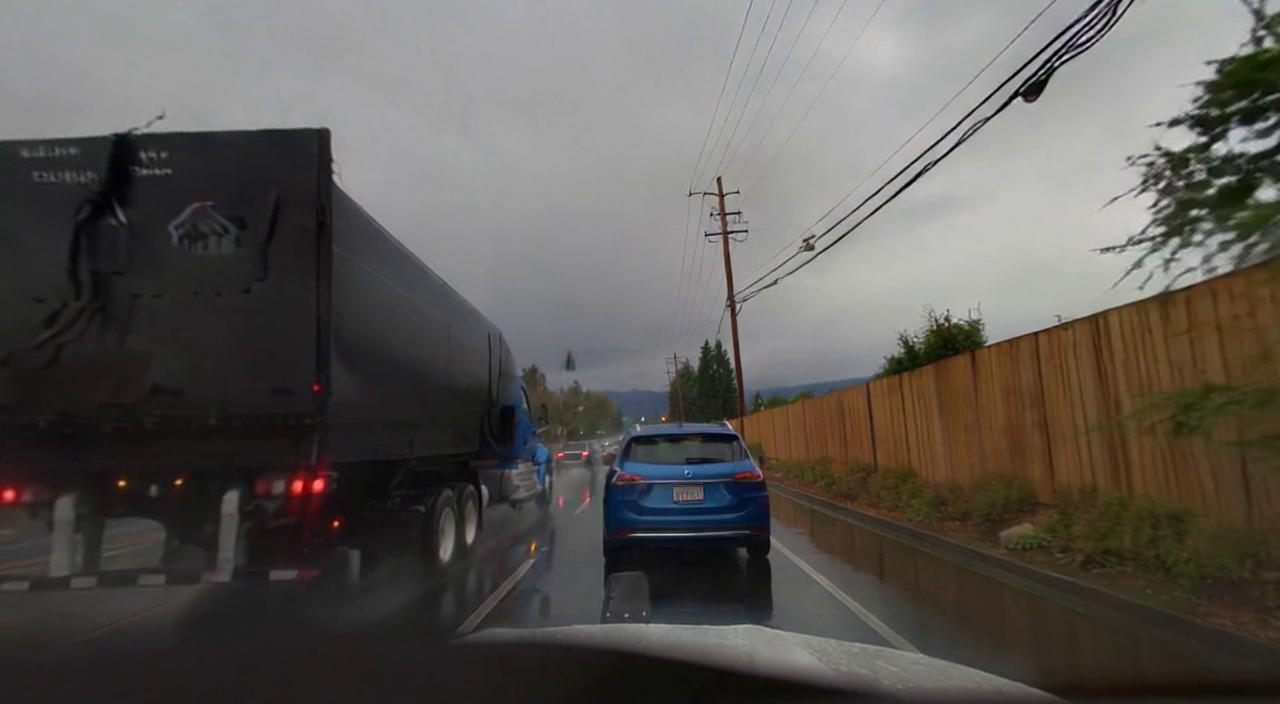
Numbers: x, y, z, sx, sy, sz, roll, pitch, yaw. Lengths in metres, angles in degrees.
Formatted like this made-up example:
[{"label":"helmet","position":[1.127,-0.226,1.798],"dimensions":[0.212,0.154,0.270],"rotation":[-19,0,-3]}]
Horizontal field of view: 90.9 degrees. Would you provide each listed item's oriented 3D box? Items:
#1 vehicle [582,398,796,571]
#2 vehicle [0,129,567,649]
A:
[{"label":"vehicle","position":[0.464,1.657,8.551],"dimensions":[2.174,1.749,4.113],"rotation":[0,-9,-1]},{"label":"vehicle","position":[-3.097,0.820,8.889],"dimensions":[2.928,3.658,8.980],"rotation":[0,-9,1]}]
